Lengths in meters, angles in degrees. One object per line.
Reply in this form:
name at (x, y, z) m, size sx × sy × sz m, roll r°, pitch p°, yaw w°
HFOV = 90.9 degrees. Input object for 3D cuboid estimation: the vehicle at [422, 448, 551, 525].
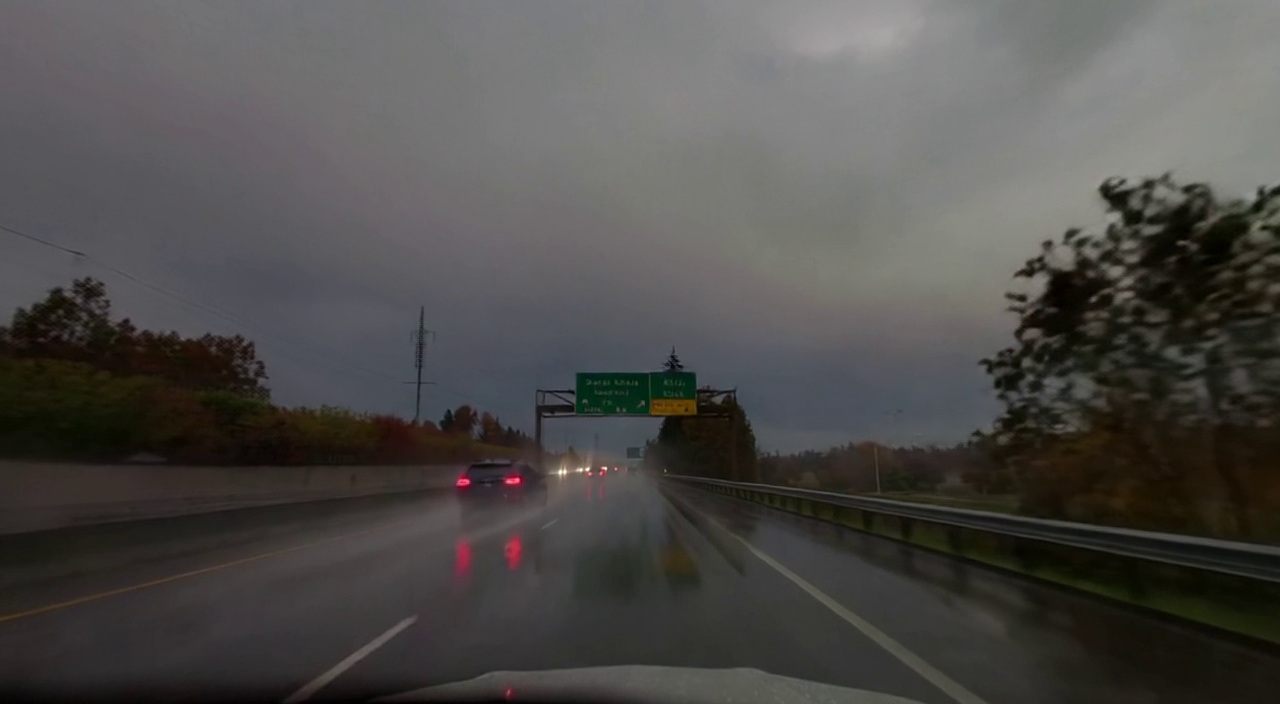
vehicle at (-4.150, 3.816, 18.308) m, size 2.254 × 1.809 × 5.839 m, roll 1°, pitch -10°, yaw 0°
